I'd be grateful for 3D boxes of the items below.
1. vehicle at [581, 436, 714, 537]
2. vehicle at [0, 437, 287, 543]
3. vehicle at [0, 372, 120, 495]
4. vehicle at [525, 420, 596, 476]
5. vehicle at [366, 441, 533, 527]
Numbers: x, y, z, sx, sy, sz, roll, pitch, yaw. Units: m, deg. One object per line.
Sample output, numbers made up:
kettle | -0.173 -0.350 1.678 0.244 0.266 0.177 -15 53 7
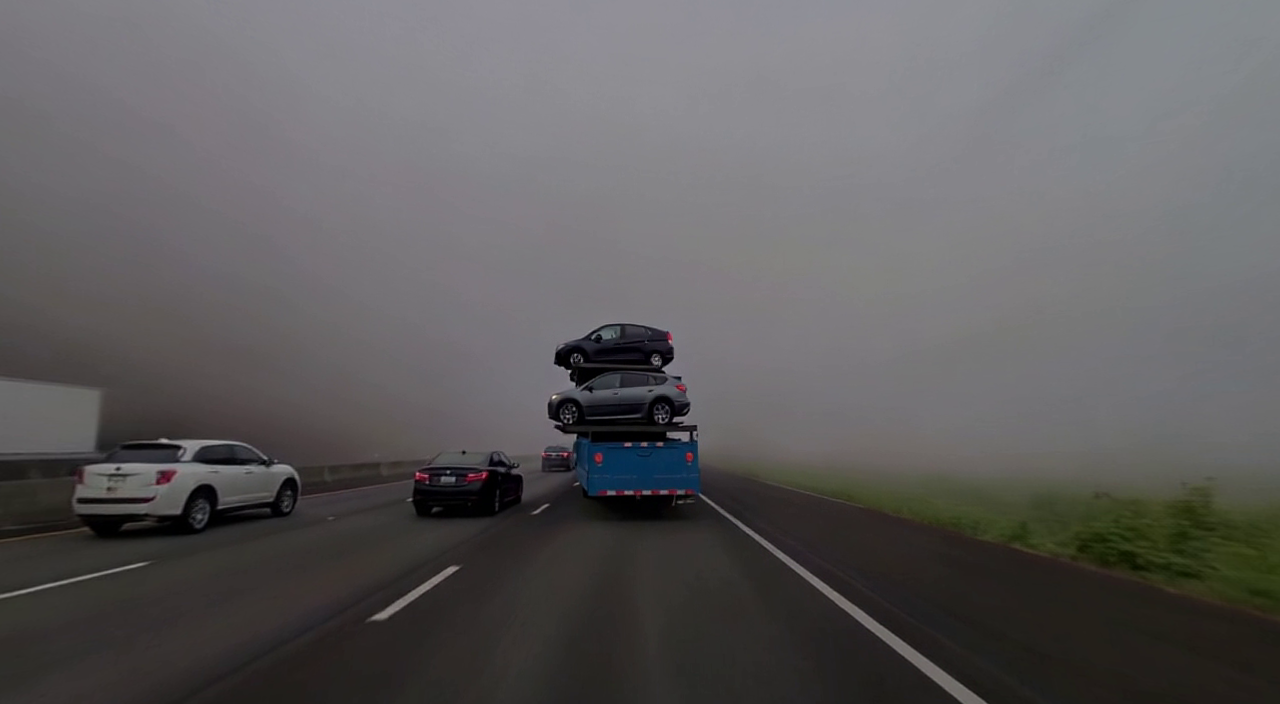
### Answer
vehicle | 0.122 2.302 11.287 1.991 1.507 3.391 0 -9 0
vehicle | -8.364 2.310 11.169 1.888 1.507 3.949 0 -9 0
vehicle | -22.947 2.346 18.683 2.891 4.067 14.222 0 -9 1
vehicle | -2.454 3.101 20.319 2.031 1.594 4.103 1 -9 -5
vehicle | -3.672 2.624 13.160 1.947 1.470 4.526 0 -9 2
